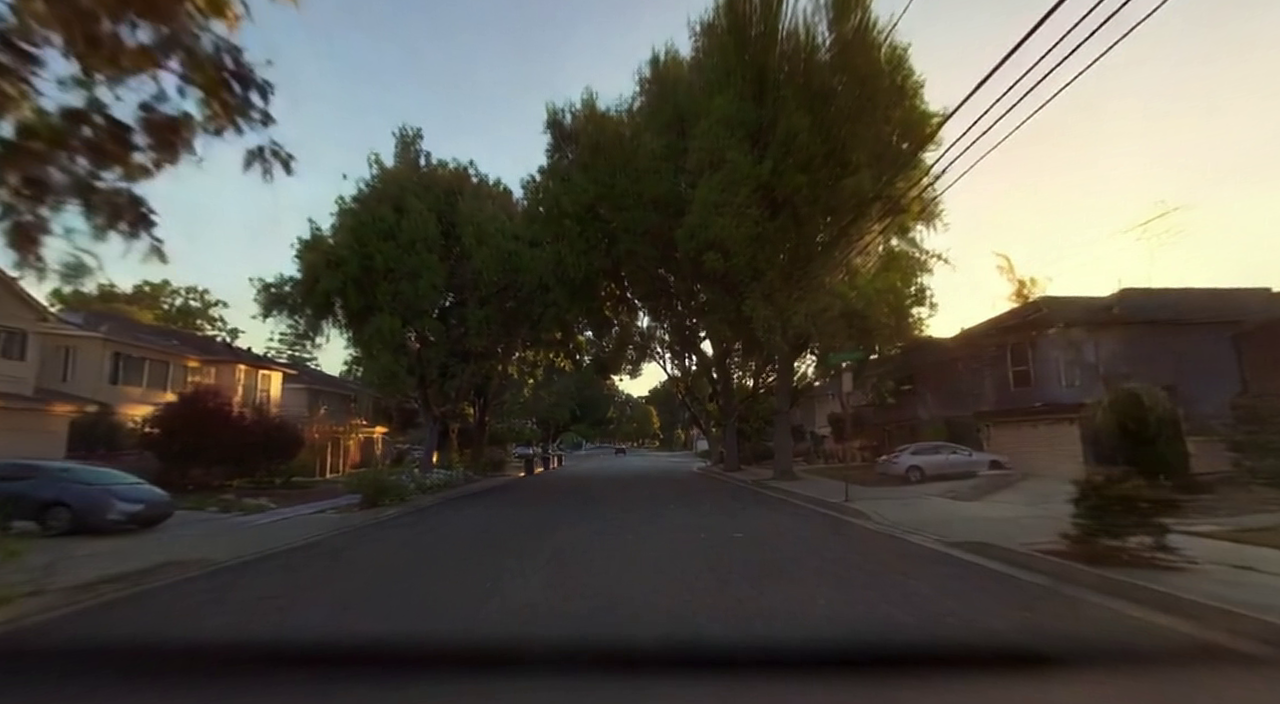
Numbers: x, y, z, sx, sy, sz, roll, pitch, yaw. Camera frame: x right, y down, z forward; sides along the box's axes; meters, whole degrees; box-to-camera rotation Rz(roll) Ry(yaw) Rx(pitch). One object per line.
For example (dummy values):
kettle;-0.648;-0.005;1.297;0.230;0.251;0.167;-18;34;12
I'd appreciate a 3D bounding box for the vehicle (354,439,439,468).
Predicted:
vehicle;-13.780;5.806;36.032;4.265;1.569;1.984;2;-9;-15

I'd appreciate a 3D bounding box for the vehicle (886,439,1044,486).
vehicle;11.509;3.917;22.576;4.626;1.541;1.866;1;-9;-3

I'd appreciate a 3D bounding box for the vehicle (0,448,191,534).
vehicle;-13.596;3.120;14.515;4.887;1.788;2.006;1;-8;-4
